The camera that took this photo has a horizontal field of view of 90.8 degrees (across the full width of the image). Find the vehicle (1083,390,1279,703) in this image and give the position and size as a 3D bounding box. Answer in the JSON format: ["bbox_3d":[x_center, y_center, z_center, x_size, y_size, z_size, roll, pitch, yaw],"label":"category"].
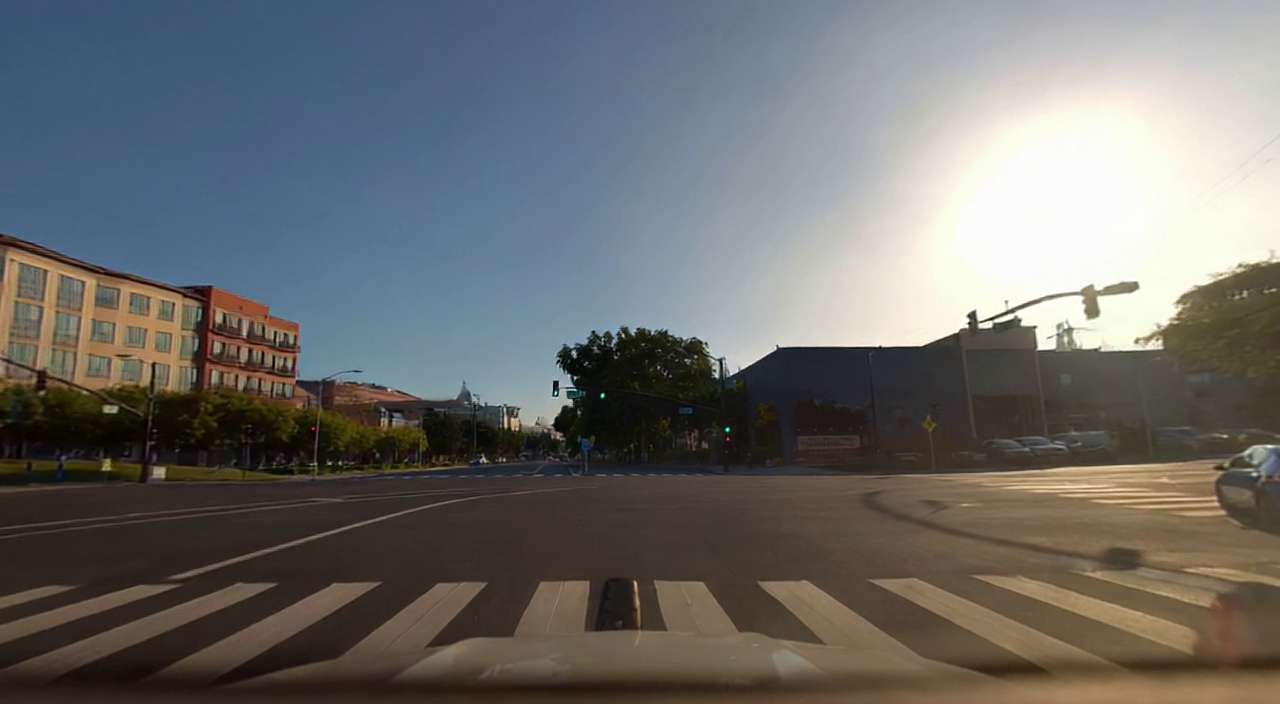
[{"bbox_3d":[3.185,0.669,0.520,2.089,1.539,4.767,0,-9,-1],"label":"vehicle"}]
